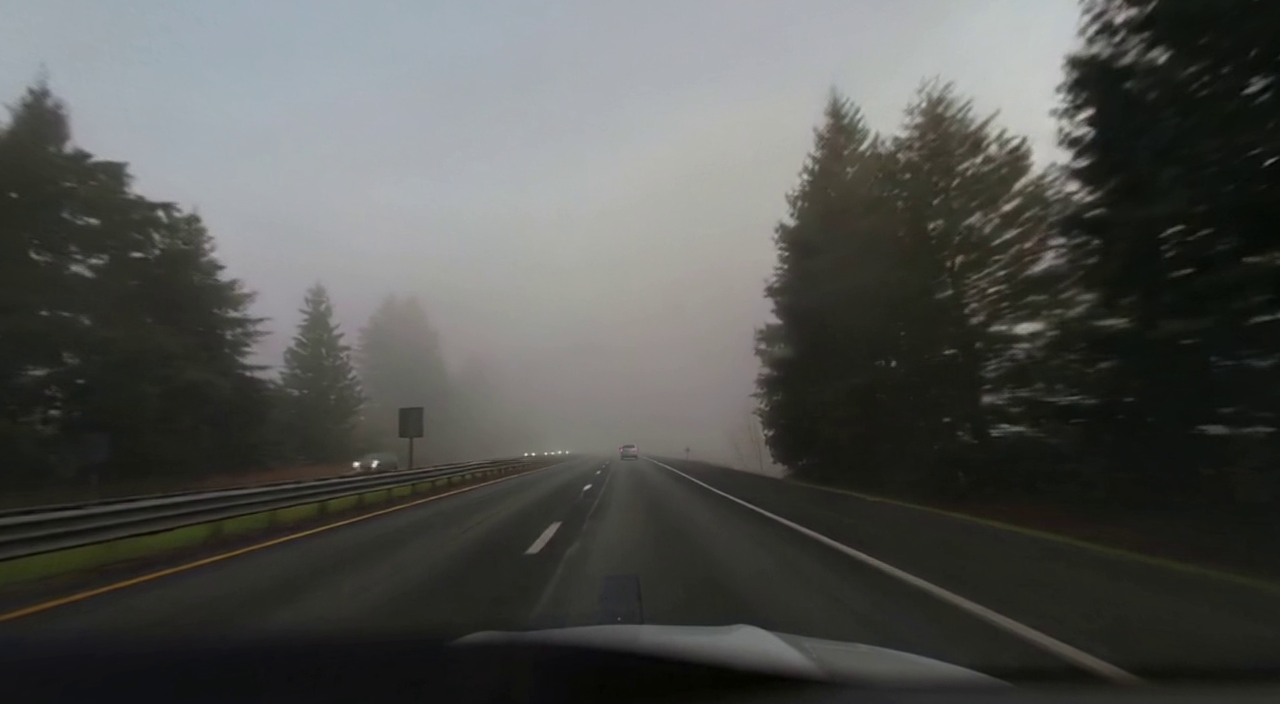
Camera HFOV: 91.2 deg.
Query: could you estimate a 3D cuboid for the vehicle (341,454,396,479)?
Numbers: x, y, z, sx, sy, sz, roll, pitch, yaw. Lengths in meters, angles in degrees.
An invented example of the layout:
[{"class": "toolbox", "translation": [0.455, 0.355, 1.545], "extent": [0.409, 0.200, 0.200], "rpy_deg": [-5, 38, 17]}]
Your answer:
[{"class": "vehicle", "translation": [-17.144, 7.197, 39.746], "extent": [1.611, 1.444, 4.246], "rpy_deg": [0, -9, -1]}]
